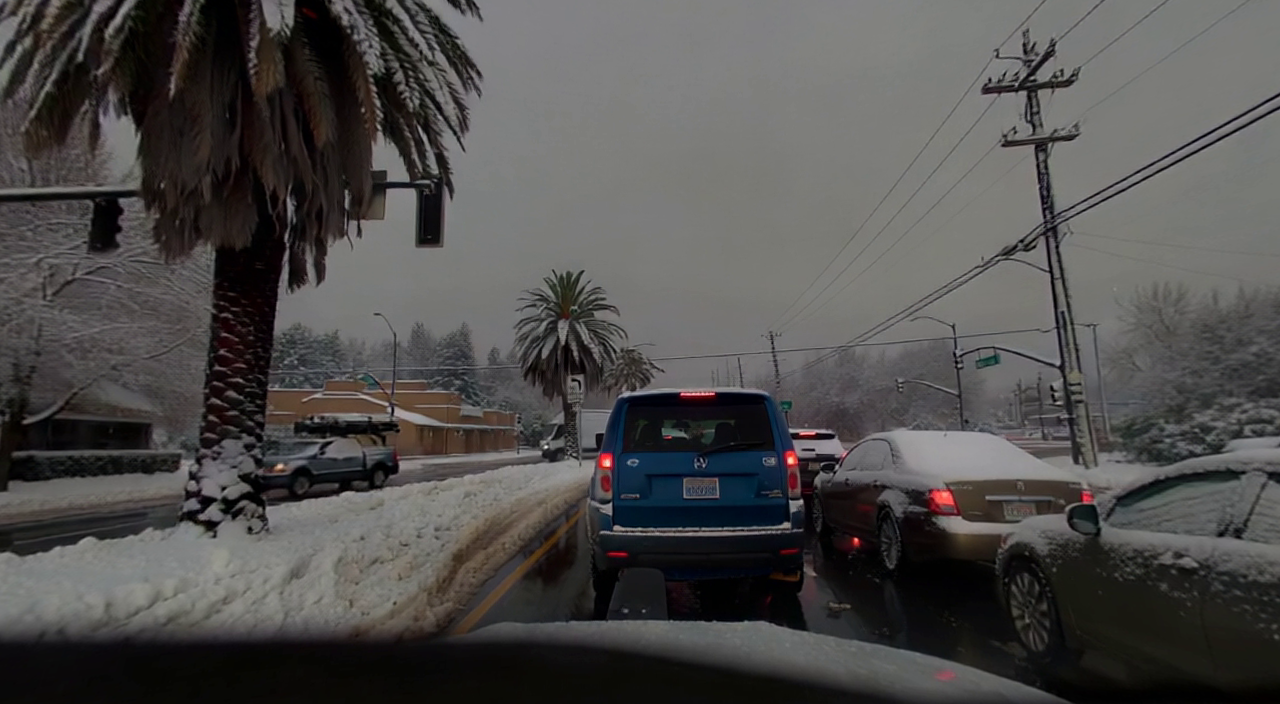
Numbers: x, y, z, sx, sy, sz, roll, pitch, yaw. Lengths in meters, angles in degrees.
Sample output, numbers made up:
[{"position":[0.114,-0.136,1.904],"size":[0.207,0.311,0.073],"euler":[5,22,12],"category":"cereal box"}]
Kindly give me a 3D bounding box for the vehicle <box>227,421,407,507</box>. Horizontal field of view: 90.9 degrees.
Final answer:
[{"position":[-11.318,3.971,22.832],"size":[2.230,2.653,5.869],"euler":[-3,-9,16],"category":"vehicle"}]

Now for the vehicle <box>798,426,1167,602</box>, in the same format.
[{"position":[3.437,1.688,7.502],"size":[1.895,1.456,4.255],"euler":[0,-9,-2],"category":"vehicle"}]

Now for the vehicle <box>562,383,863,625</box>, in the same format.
[{"position":[0.464,1.439,6.887],"size":[2.228,1.780,4.269],"euler":[0,-9,-2],"category":"vehicle"}]

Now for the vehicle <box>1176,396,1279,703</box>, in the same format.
[{"position":[3.360,0.650,0.651],"size":[1.805,1.485,4.348],"euler":[0,-9,1],"category":"vehicle"}]
